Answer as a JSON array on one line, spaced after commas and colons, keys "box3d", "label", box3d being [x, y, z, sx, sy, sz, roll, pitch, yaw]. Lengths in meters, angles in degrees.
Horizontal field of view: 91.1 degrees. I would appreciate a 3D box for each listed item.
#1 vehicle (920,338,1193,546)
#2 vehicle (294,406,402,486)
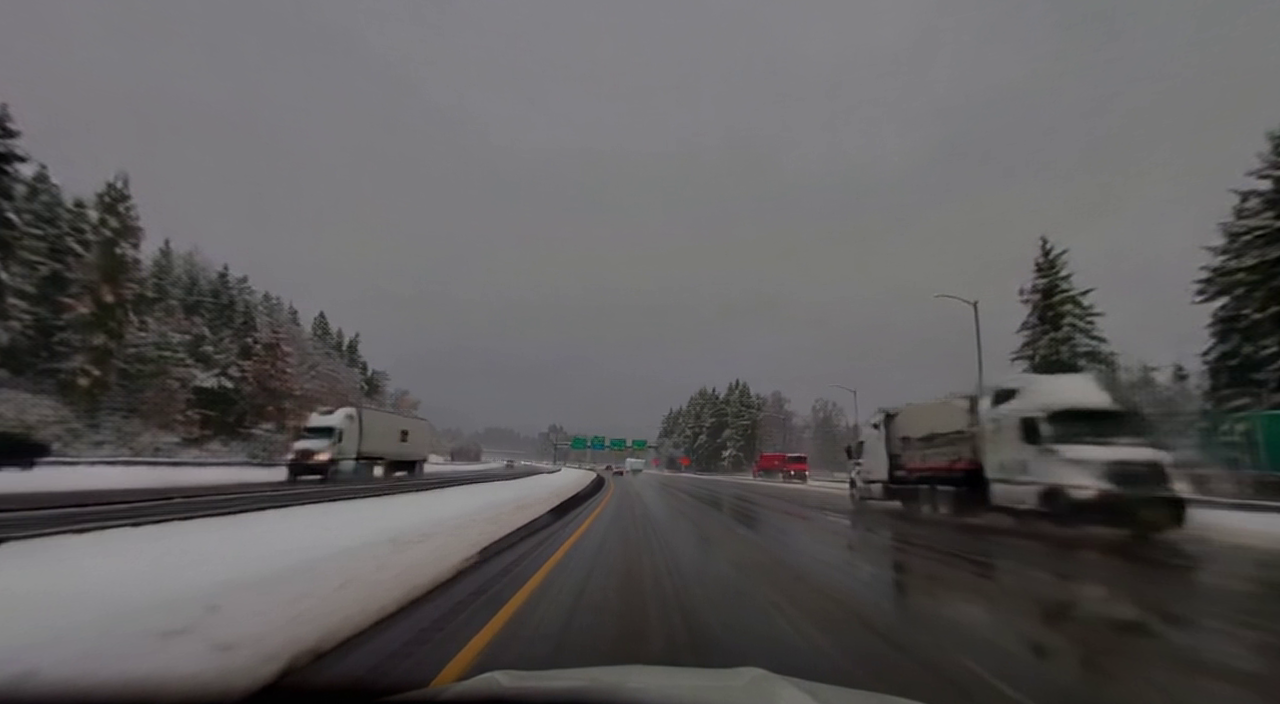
[{"box3d": [8.369, 1.976, 13.474, 2.282, 3.633, 4.740, 1, -11, -2], "label": "vehicle"}, {"box3d": [-15.517, 5.182, 33.978, 2.937, 3.831, 6.132, 1, -11, -3], "label": "vehicle"}]
